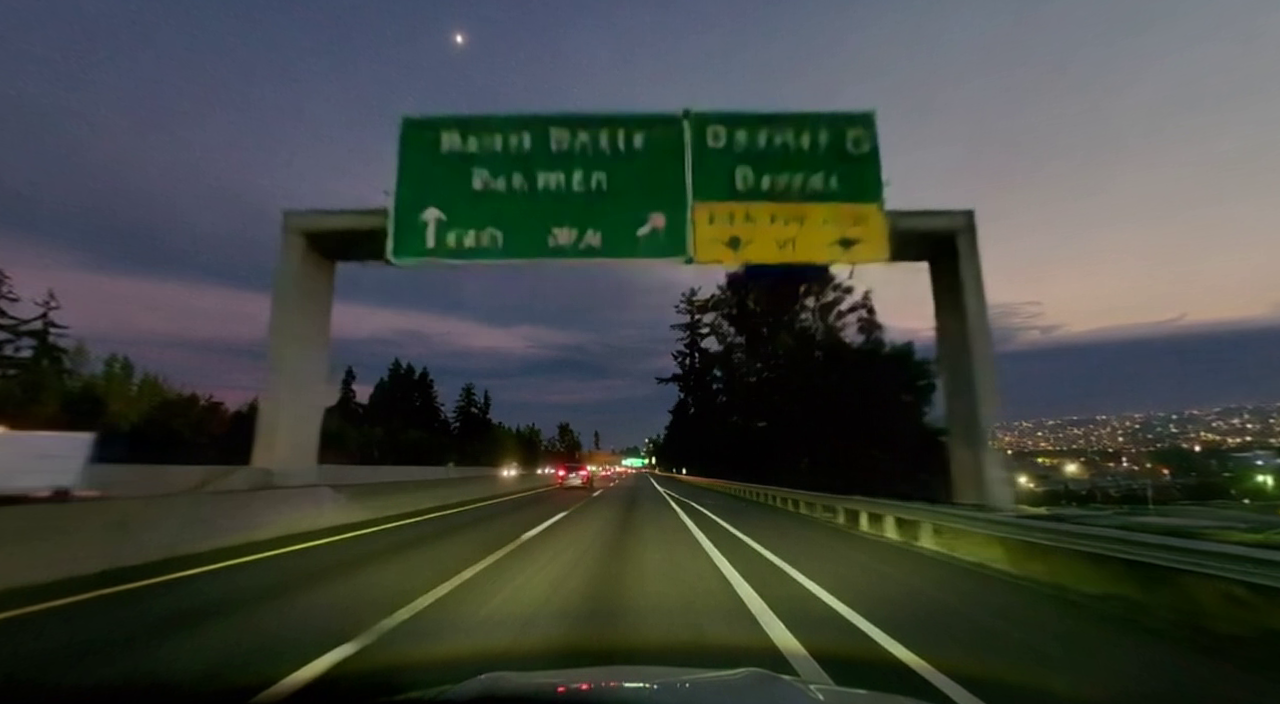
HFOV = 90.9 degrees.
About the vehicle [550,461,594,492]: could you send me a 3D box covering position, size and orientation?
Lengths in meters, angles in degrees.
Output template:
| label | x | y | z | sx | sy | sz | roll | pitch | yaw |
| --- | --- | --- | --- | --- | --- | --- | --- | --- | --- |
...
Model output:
| label | x | y | z | sx | sy | sz | roll | pitch | yaw |
| --- | --- | --- | --- | --- | --- | --- | --- | --- | --- |
| vehicle | -4.331 | 8.089 | 41.109 | 2.254 | 1.809 | 5.839 | 1 | -11 | 0 |
